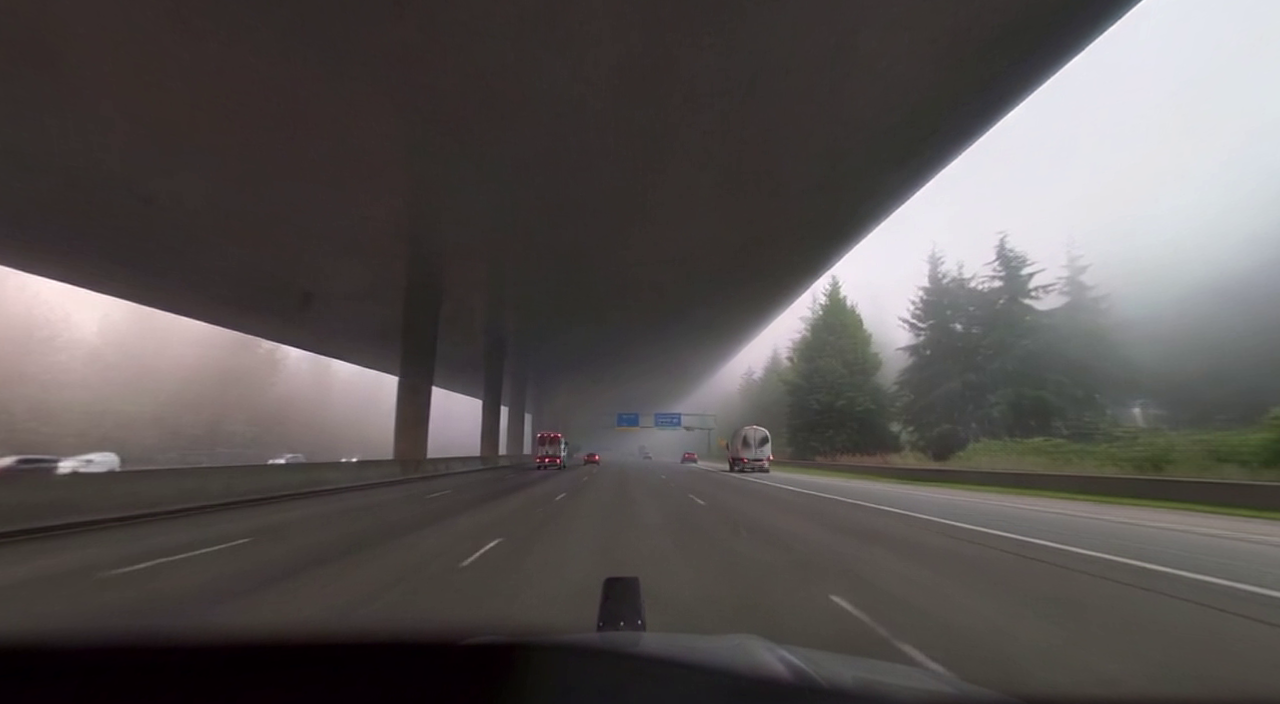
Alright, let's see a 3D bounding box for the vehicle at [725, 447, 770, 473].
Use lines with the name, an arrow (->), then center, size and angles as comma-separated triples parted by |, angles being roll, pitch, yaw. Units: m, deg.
vehicle -> 6.893, 7.009, 40.958 | 1.989, 1.591, 4.348 | 0, -9, -2
